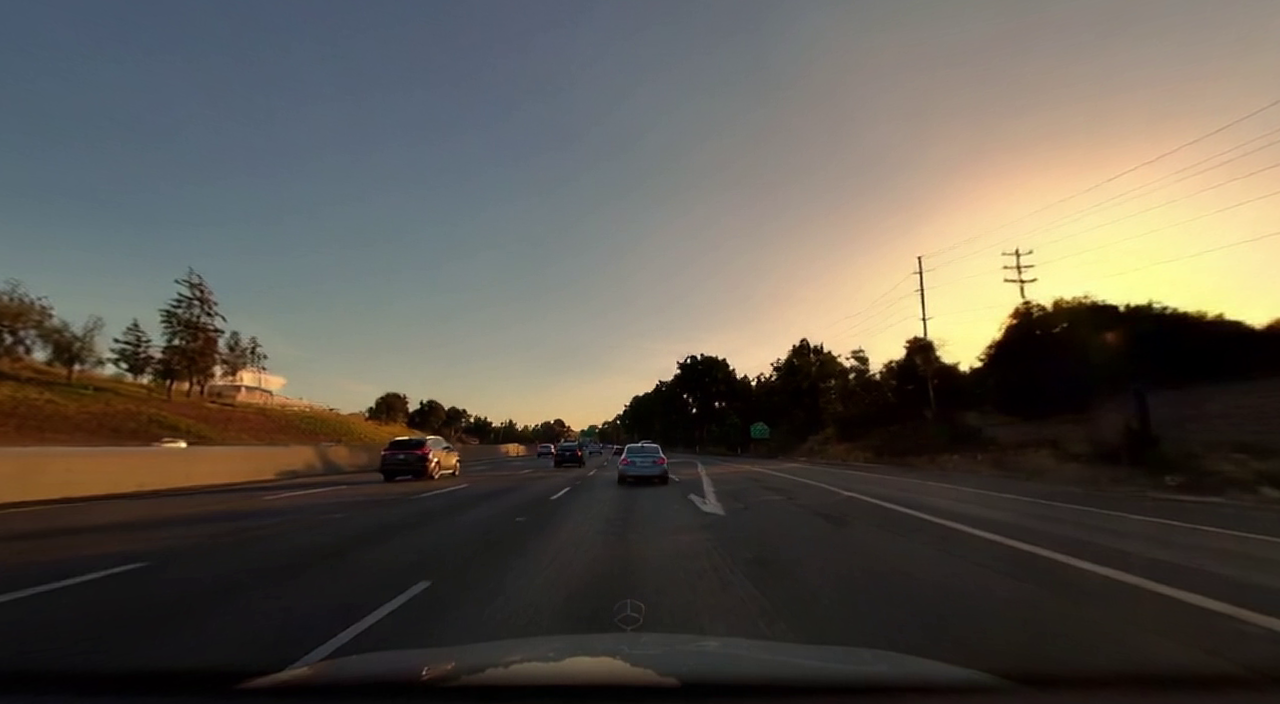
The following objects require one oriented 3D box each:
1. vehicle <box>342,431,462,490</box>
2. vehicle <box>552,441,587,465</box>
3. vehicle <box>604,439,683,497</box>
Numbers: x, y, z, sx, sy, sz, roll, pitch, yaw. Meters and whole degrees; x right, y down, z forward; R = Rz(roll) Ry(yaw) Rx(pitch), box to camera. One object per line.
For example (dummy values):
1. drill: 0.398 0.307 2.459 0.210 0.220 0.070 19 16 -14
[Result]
1. vehicle: -8.048 3.698 21.942 2.206 1.788 4.914 0 -8 0
2. vehicle: -5.315 7.680 48.209 2.289 1.777 4.534 0 -8 -1
3. vehicle: 0.025 3.343 18.605 2.082 1.482 4.126 0 -8 -2
